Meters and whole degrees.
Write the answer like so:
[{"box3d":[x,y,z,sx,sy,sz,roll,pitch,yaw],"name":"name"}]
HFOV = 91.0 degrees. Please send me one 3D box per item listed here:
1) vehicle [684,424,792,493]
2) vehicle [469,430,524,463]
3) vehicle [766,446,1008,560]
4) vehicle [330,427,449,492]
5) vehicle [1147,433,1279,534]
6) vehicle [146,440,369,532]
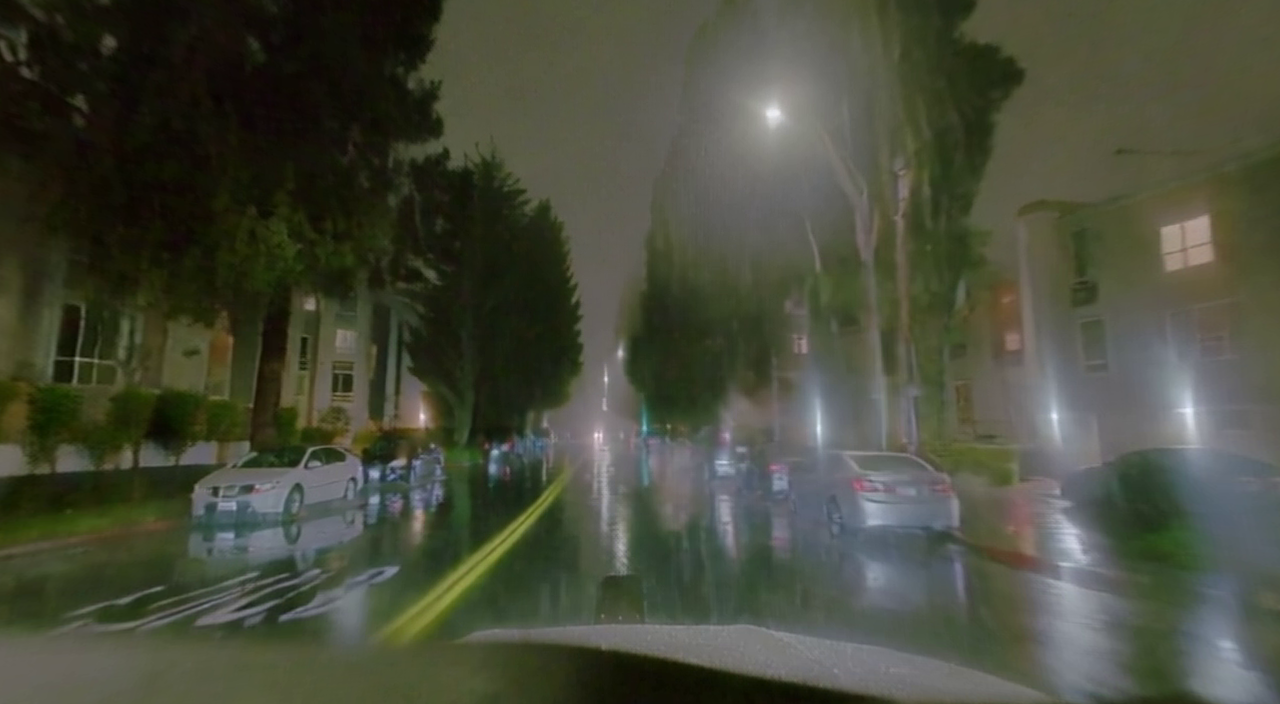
[{"box3d":[3.065,3.554,21.366,2.365,1.970,6.011,0,-9,-3],"name":"vehicle"},{"box3d":[-8.910,6.007,39.639,2.384,1.781,5.492,-3,-10,-2],"name":"vehicle"},{"box3d":[3.590,2.258,10.322,1.977,1.410,4.744,0,-9,-1],"name":"vehicle"},{"box3d":[-8.255,3.645,21.395,2.235,1.802,5.138,-2,-10,-4],"name":"vehicle"},{"box3d":[10.885,2.036,10.067,3.821,1.417,2.061,1,-9,-4],"name":"vehicle"},{"box3d":[-7.685,2.700,13.324,2.067,1.510,4.501,-2,-9,-3],"name":"vehicle"}]
